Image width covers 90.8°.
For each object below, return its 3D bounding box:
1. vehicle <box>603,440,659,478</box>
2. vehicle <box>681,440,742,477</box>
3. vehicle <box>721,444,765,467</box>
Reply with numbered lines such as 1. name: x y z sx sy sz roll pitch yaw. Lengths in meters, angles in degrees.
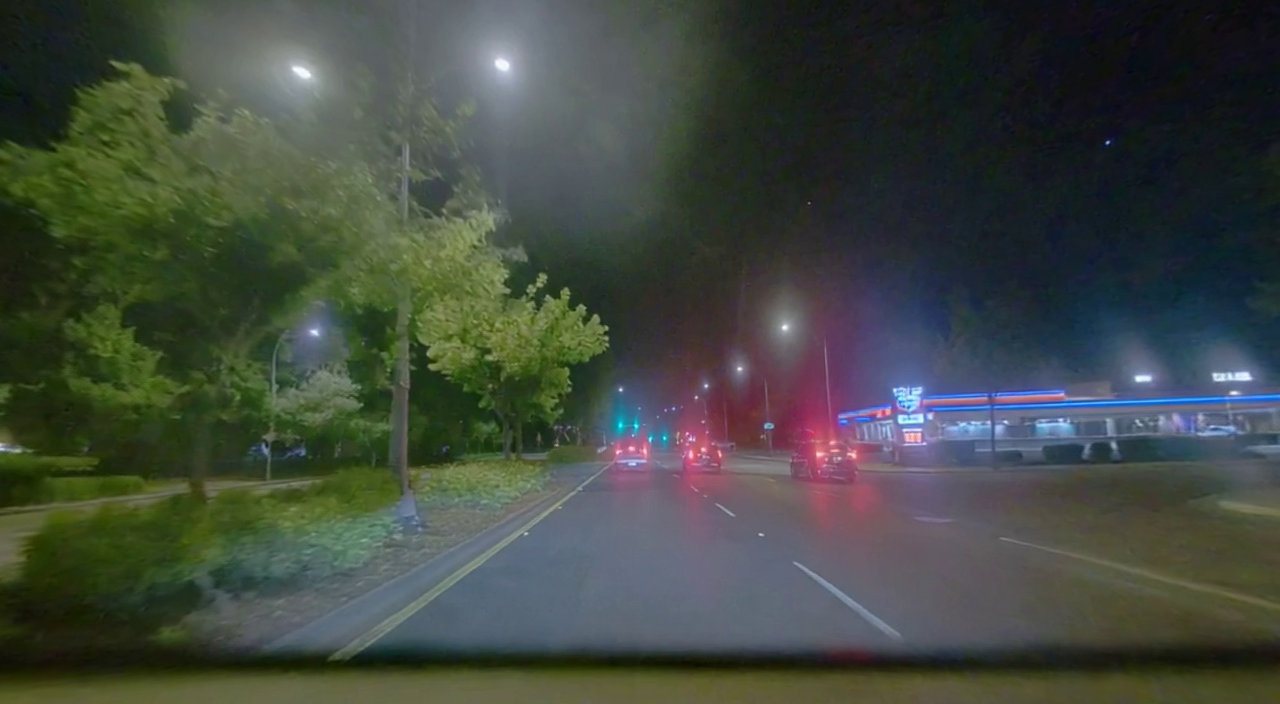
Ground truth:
1. vehicle: -0.421 4.610 27.476 2.242 1.474 4.127 0 -8 -1
2. vehicle: 3.121 4.776 28.642 2.057 1.491 4.675 0 -8 -2
3. vehicle: 6.580 6.635 40.648 2.068 1.393 3.874 0 -8 -1
